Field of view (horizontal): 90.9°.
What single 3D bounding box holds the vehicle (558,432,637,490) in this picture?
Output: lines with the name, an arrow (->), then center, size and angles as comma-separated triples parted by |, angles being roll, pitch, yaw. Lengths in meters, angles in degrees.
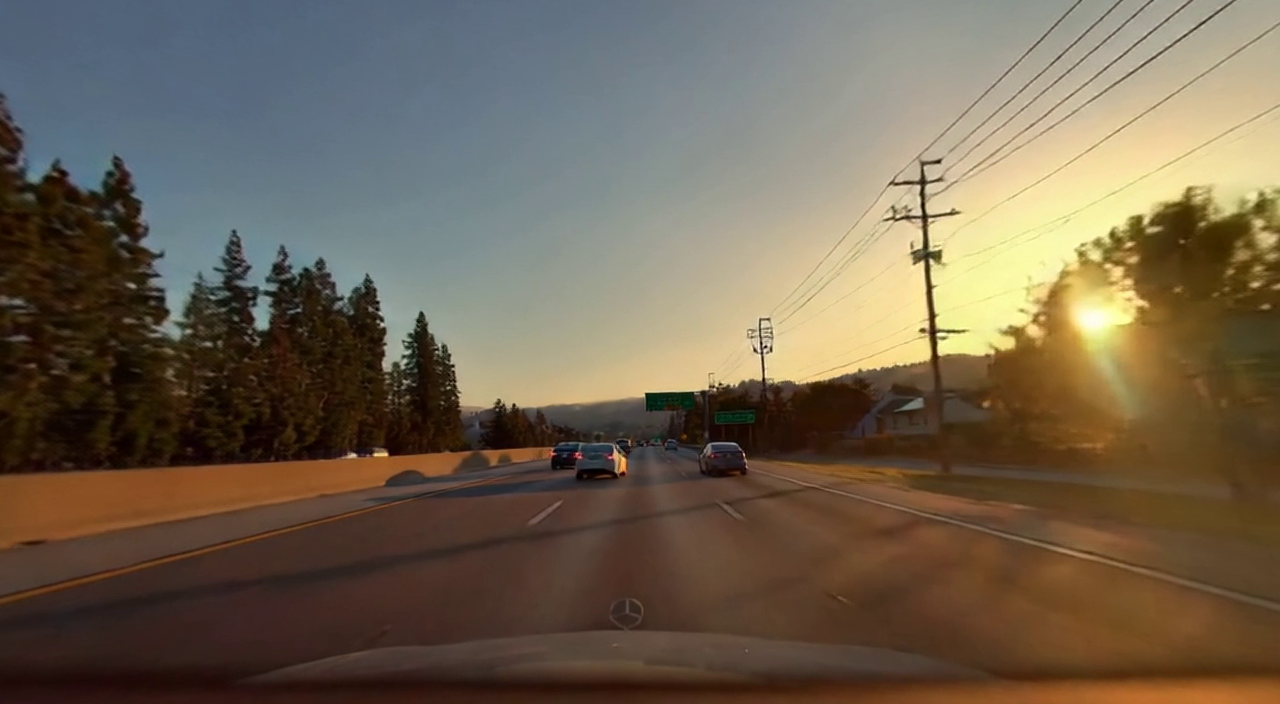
vehicle -> -1.212, 3.354, 19.764 | 2.049, 1.620, 4.153 | 0, -8, 2

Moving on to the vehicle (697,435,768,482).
vehicle -> 3.347, 3.930, 23.572 | 1.996, 1.579, 3.841 | 0, -8, -1
